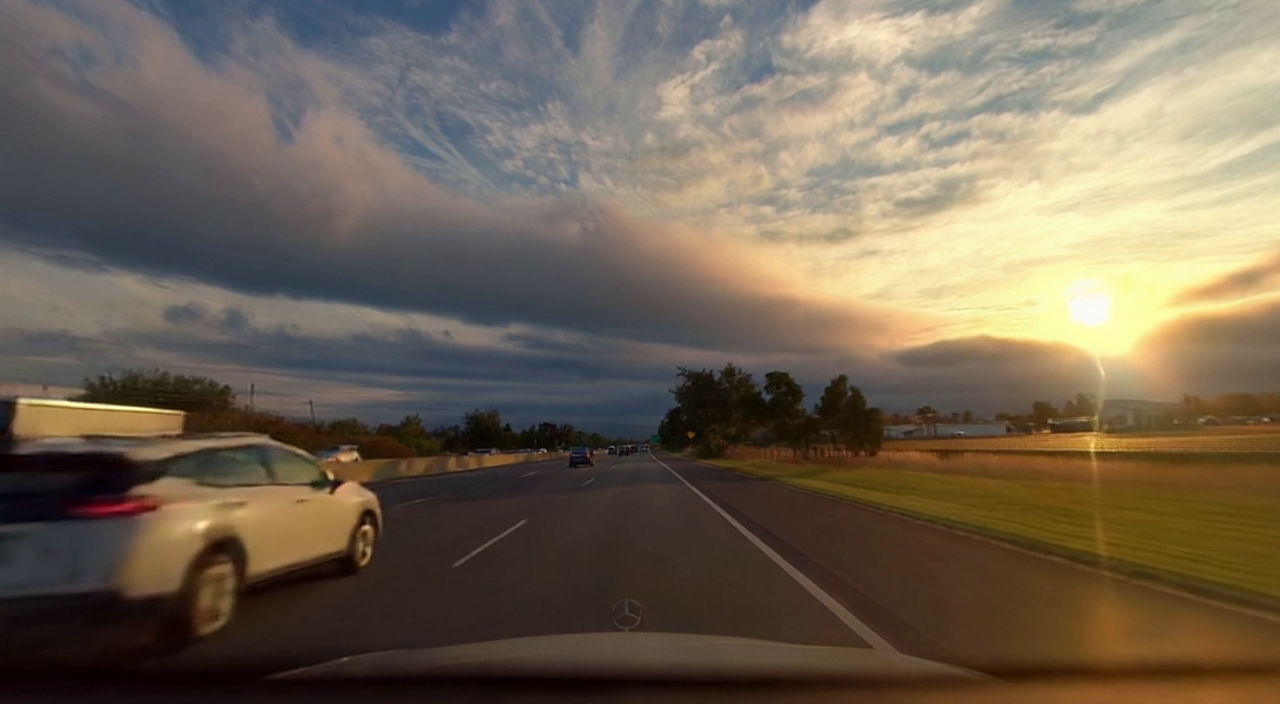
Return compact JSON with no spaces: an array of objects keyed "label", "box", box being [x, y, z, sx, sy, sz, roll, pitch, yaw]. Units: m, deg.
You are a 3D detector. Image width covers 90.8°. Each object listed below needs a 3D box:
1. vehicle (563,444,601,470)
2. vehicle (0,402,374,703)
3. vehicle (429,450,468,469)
[{"label":"vehicle","box":[-3.617,6.630,40.008,1.954,1.541,4.079,0,-9,1]},{"label":"vehicle","box":[-3.683,1.179,3.975,2.110,1.500,4.259,0,-9,0]},{"label":"vehicle","box":[-15.029,8.452,49.750,1.881,1.404,3.891,0,-9,0]}]
